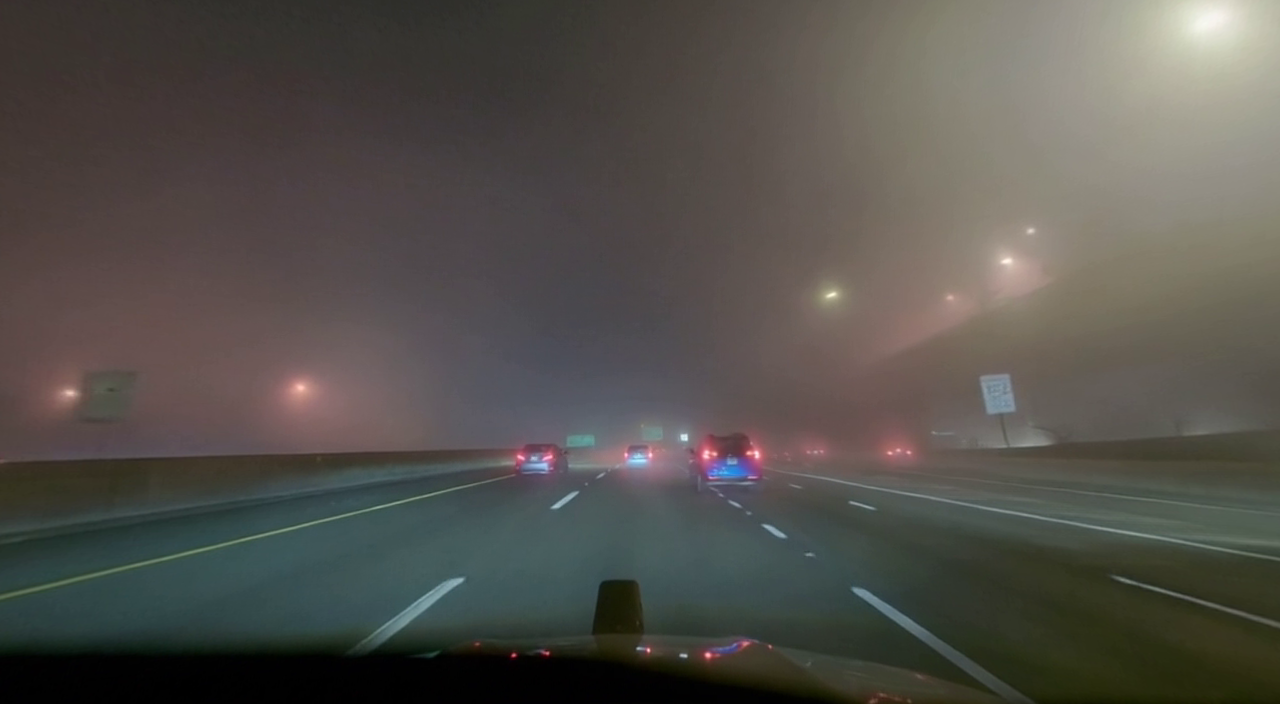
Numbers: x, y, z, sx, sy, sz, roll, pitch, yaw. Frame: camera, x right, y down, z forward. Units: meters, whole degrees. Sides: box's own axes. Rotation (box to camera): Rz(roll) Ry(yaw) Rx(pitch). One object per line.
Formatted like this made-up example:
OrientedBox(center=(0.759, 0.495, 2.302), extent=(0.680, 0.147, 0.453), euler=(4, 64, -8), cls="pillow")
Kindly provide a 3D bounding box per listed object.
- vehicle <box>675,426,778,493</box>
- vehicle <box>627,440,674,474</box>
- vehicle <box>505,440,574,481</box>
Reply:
OrientedBox(center=(2.398, 3.144, 18.690), extent=(2.202, 1.748, 4.158), euler=(1, -8, -4), cls="vehicle")
OrientedBox(center=(0.490, 4.978, 30.105), extent=(2.089, 1.493, 3.964), euler=(0, -8, 0), cls="vehicle")
OrientedBox(center=(-3.959, 4.337, 25.531), extent=(2.031, 1.491, 4.145), euler=(0, -8, 1), cls="vehicle")
